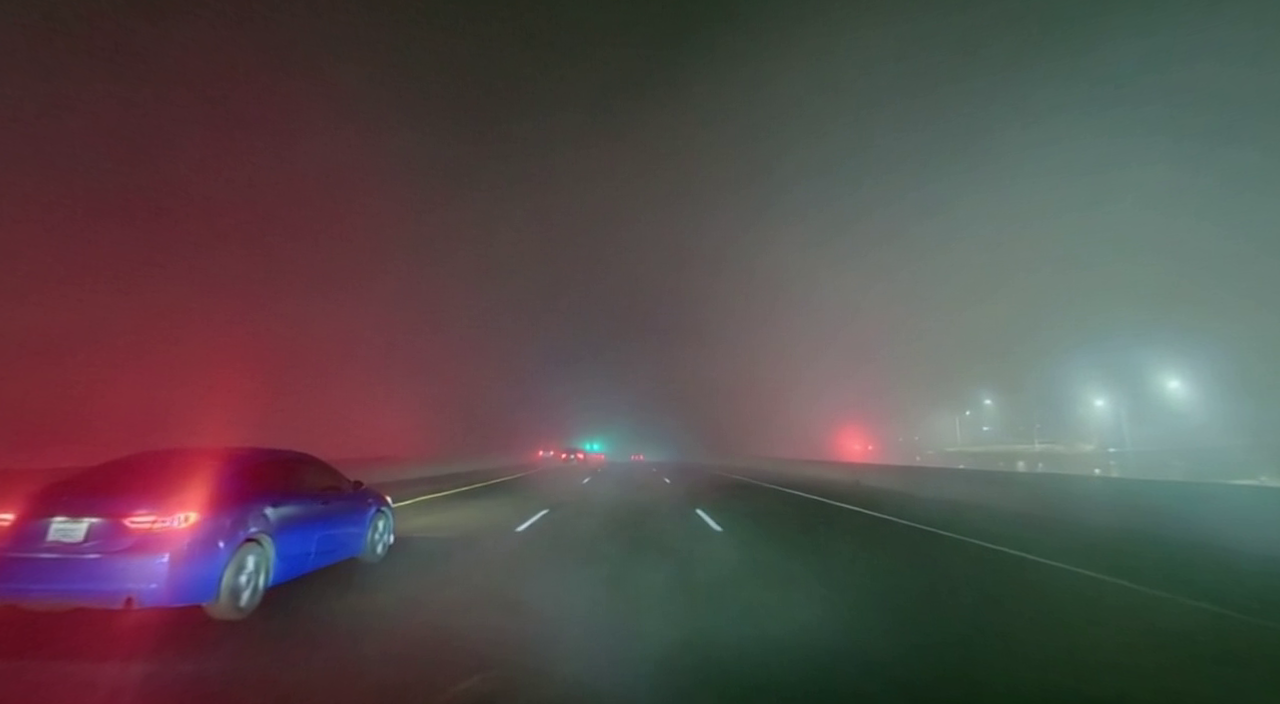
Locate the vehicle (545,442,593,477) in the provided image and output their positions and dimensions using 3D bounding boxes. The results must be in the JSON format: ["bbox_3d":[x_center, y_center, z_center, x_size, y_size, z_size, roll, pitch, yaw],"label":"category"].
[{"bbox_3d":[-3.678,5.692,33.586,2.075,1.702,4.257,0,-9,0],"label":"vehicle"}]

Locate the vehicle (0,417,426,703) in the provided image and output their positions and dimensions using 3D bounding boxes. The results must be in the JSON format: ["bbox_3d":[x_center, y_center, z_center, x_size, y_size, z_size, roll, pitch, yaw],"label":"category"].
[{"bbox_3d":[-3.721,1.421,5.494,2.114,1.480,4.473,0,-9,0],"label":"vehicle"}]
